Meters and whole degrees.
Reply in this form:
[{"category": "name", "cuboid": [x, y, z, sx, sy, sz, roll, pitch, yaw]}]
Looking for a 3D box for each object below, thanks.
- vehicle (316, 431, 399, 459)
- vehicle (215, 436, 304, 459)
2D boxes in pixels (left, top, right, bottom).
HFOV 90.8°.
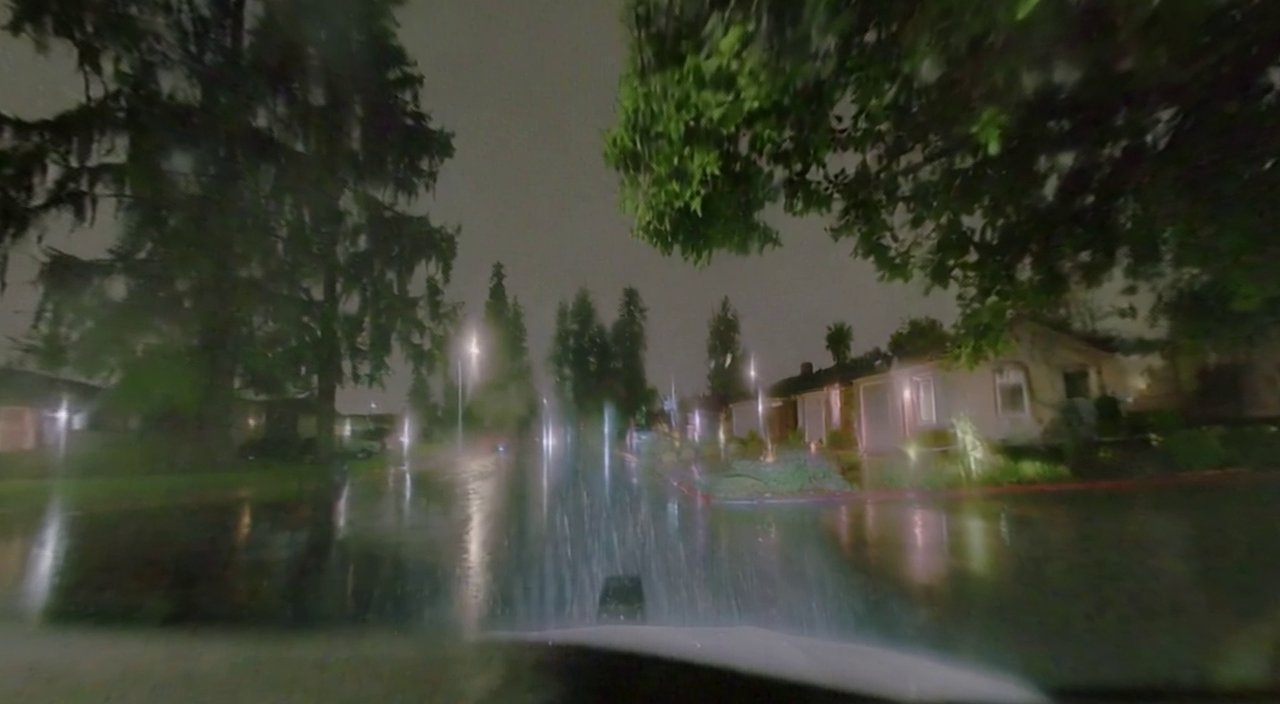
[{"category": "vehicle", "cuboid": [-18.474, 6.088, 41.491, 4.559, 1.745, 1.918, 1, -8, -8]}, {"category": "vehicle", "cuboid": [-24.776, 6.235, 41.224, 4.531, 1.470, 1.855, 1, -8, -4]}]
